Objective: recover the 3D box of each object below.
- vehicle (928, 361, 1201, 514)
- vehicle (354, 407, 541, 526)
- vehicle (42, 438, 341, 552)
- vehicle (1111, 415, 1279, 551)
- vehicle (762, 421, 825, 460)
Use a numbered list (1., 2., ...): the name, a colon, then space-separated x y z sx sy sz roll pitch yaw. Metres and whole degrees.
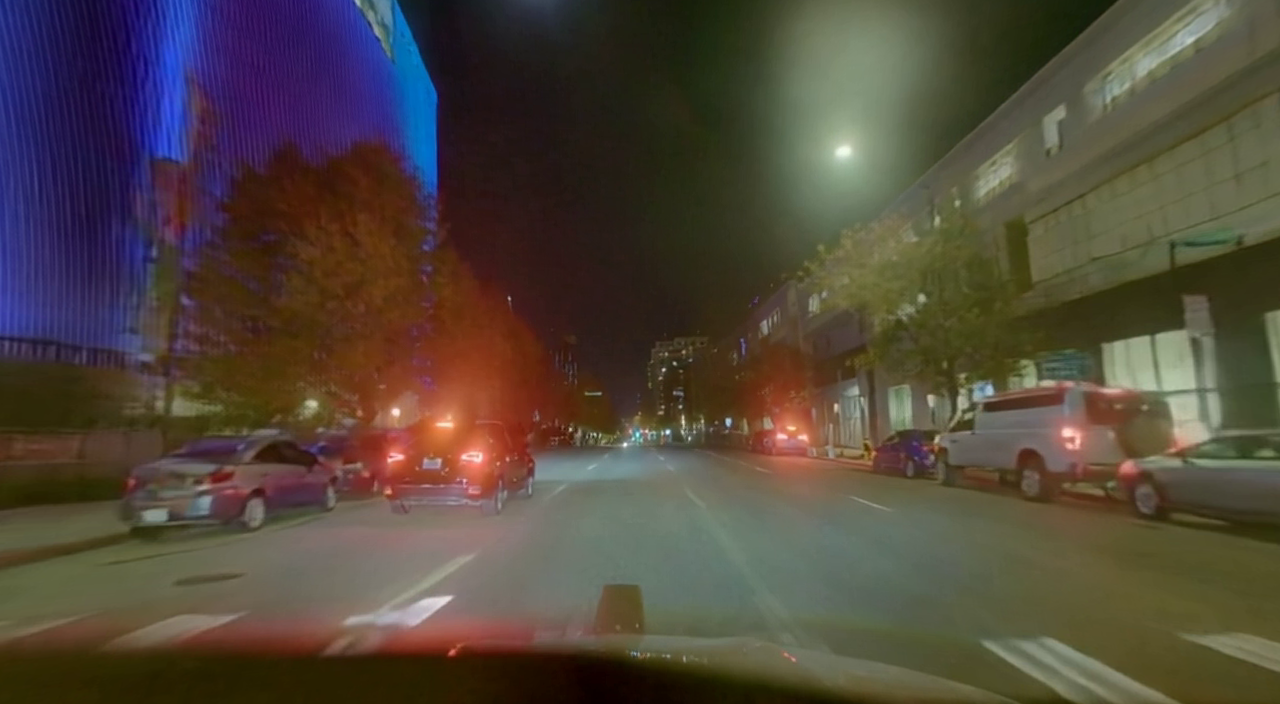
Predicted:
1. vehicle: 9.108 1.963 14.552 2.285 2.778 5.847 0 -8 2
2. vehicle: -3.199 2.002 11.612 2.002 1.756 4.366 0 -8 1
3. vehicle: -6.931 2.188 10.519 1.806 1.466 4.373 0 -8 -1
4. vehicle: 8.812 1.733 8.370 1.854 1.663 4.300 2 -8 0
5. vehicle: 9.036 5.272 37.746 2.249 2.117 5.743 0 -8 0
